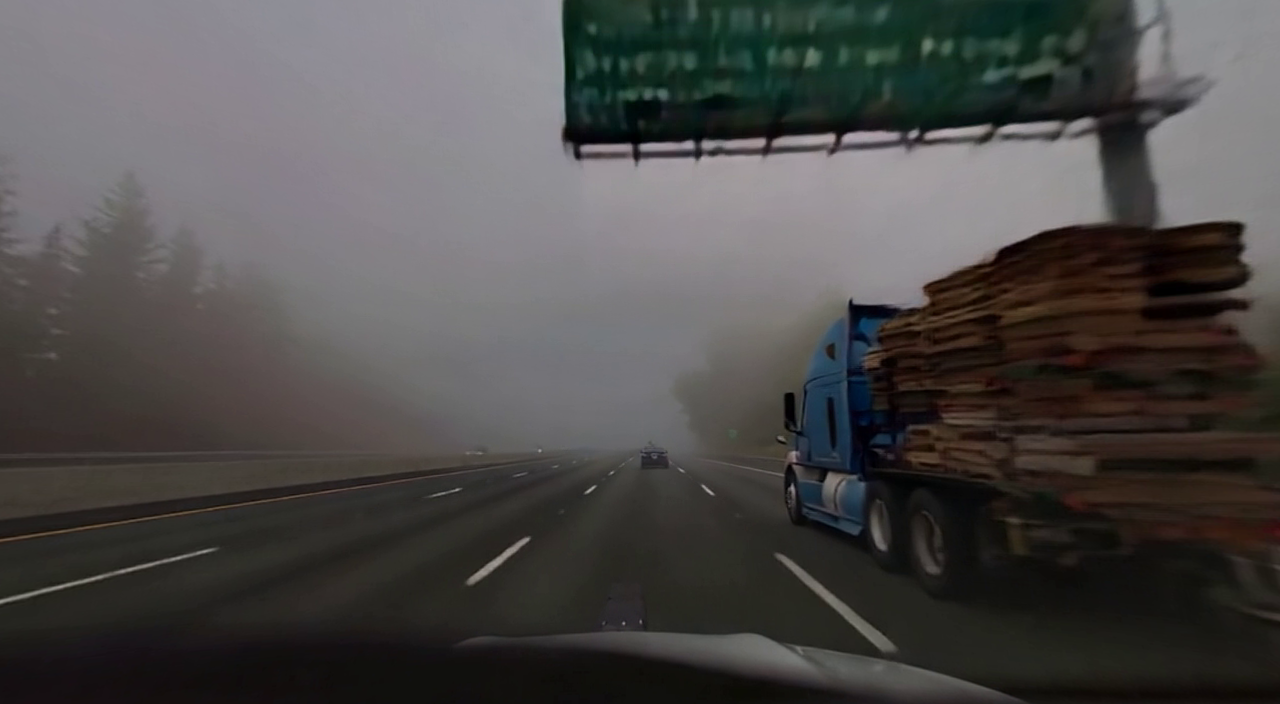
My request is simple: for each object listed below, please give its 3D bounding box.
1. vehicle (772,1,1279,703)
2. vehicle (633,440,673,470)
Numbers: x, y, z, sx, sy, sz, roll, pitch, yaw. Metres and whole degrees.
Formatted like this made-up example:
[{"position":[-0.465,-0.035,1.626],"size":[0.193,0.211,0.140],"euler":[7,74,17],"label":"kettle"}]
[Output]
[{"position":[4.083,0.453,7.589],"size":[3.071,3.888,8.330],"euler":[0,-8,-1],"label":"vehicle"},{"position":[0.652,5.575,34.305],"size":[2.042,1.528,4.300],"euler":[0,-8,0],"label":"vehicle"}]
